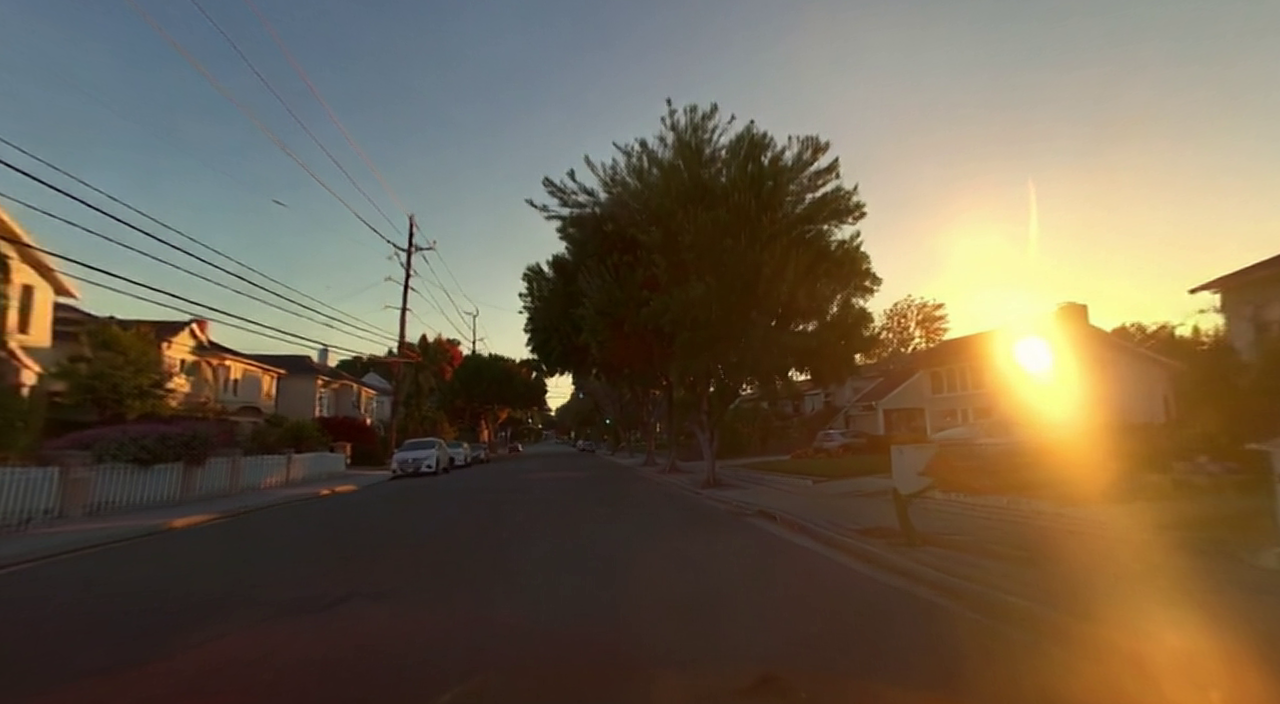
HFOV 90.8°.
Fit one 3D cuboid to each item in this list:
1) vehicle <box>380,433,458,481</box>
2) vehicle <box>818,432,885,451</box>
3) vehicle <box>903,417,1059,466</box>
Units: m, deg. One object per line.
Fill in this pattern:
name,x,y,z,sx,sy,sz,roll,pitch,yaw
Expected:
vehicle,-10.192,4.903,29.639,2.240,1.940,5.429,-1,-9,-6
vehicle,12.974,5.511,38.820,3.606,1.094,1.420,1,-9,-5
vehicle,12.783,3.392,23.863,4.842,1.728,1.875,1,-9,-5
